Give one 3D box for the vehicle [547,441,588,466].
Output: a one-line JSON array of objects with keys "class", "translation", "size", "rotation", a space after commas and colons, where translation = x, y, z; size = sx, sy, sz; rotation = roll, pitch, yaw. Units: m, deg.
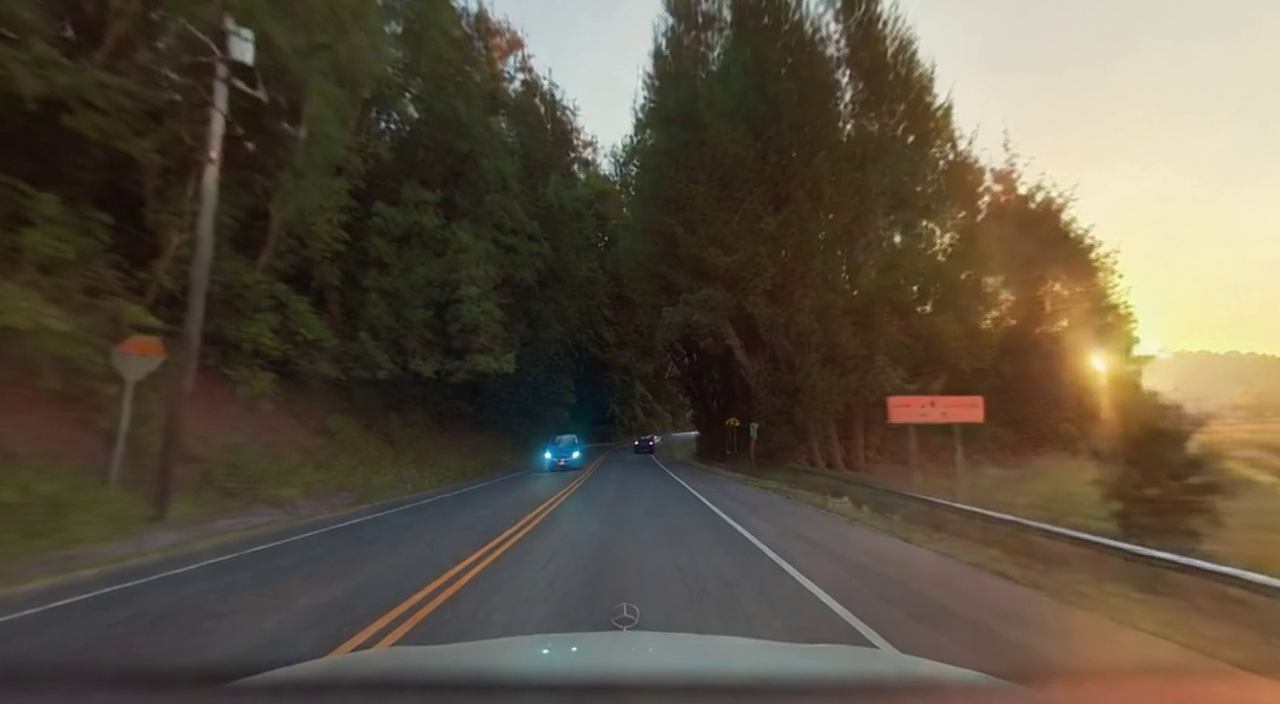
[{"class": "vehicle", "translation": [-4.471, 6.343, 39.588], "size": [2.083, 1.476, 4.513], "rotation": [0, -9, 0]}]
